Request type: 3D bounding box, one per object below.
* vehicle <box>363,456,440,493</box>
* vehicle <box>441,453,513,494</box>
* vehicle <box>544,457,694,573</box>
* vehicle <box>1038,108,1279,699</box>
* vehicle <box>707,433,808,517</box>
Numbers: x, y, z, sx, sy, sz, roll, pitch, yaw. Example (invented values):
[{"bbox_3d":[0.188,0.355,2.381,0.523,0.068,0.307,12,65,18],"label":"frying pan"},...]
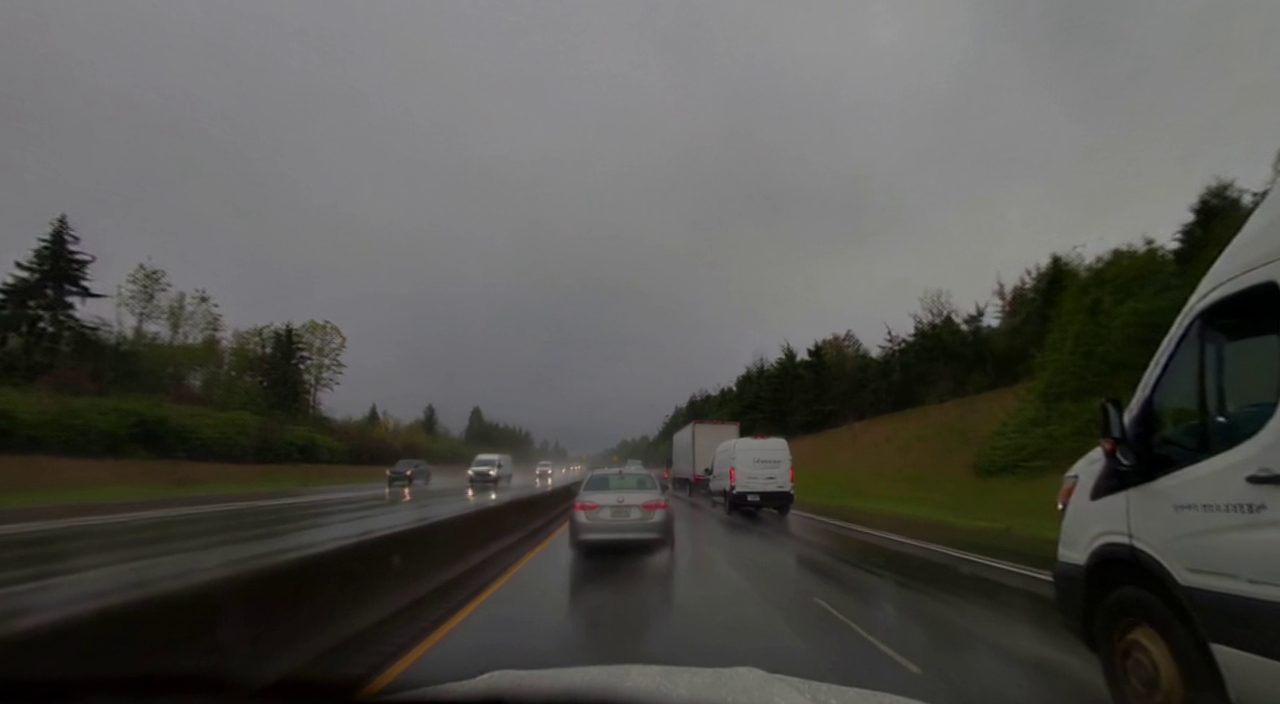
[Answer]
[{"bbox_3d":[-10.583,5.470,28.262,1.872,1.510,4.266,1,-11,-2],"label":"vehicle"},{"bbox_3d":[-7.138,5.416,28.173,2.069,1.628,4.479,1,-11,-1],"label":"vehicle"},{"bbox_3d":[-0.300,2.487,10.135,1.980,1.493,3.410,1,-11,-1],"label":"vehicle"},{"bbox_3d":[5.546,-0.116,1.612,2.890,3.726,9.269,1,-11,0],"label":"vehicle"},{"bbox_3d":[3.888,4.265,22.051,2.328,2.537,5.290,1,-11,-2],"label":"vehicle"}]
